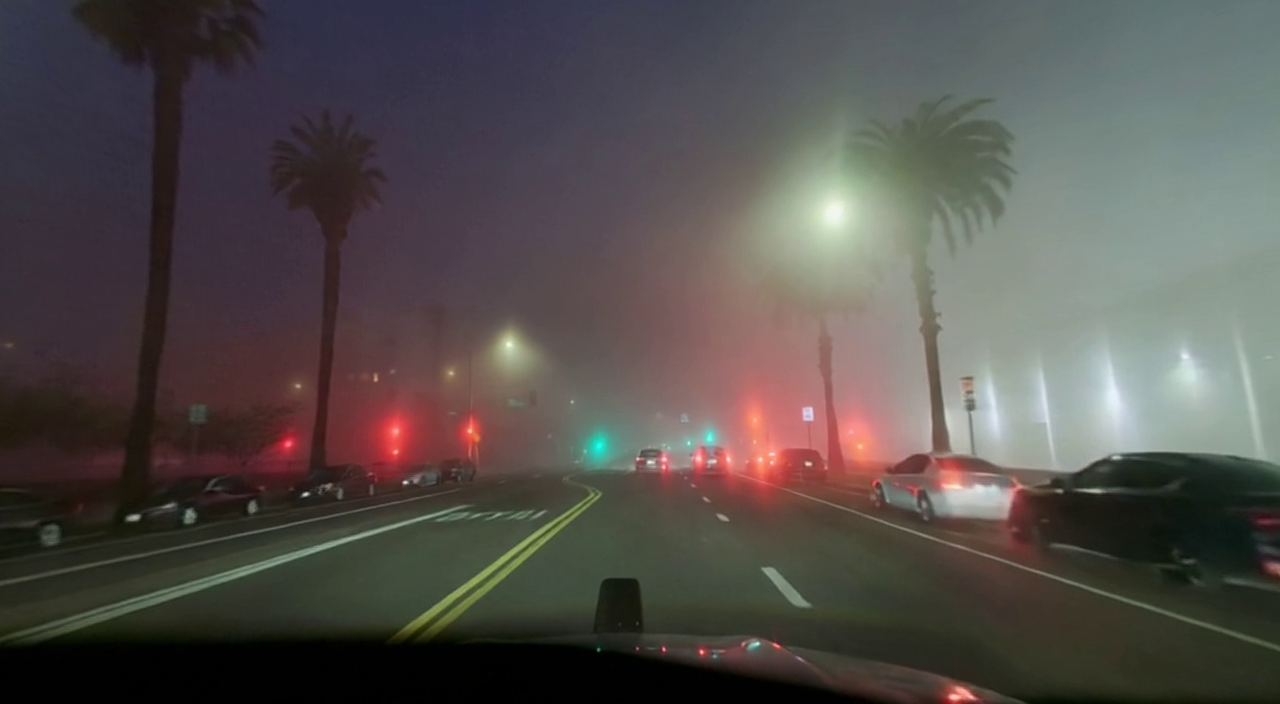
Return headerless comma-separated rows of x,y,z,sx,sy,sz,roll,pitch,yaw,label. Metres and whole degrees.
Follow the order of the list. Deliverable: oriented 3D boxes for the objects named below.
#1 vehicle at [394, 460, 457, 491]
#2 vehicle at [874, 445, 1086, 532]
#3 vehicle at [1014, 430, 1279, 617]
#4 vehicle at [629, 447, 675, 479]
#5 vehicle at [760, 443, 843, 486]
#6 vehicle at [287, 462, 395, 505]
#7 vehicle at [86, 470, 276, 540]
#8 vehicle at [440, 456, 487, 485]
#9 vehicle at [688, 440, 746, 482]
-11.842,6.883,35.209,1.978,1.501,4.355,-3,-11,0,vehicle
6.732,2.704,13.215,1.932,1.464,4.475,0,-9,0,vehicle
6.466,1.728,7.233,1.914,1.560,4.278,-1,-9,3,vehicle
0.563,5.393,31.025,2.088,1.452,3.993,0,-9,0,vehicle
6.746,4.736,26.949,2.174,1.643,4.860,0,-9,-1,vehicle
-12.092,5.401,25.961,2.188,1.490,4.511,-3,-12,0,vehicle
-12.471,4.147,17.642,1.949,1.470,4.532,0,-9,-1,vehicle
-11.857,8.043,42.692,1.949,1.682,4.094,-3,-12,0,vehicle
3.295,4.783,27.956,2.003,1.702,4.288,0,-9,0,vehicle
